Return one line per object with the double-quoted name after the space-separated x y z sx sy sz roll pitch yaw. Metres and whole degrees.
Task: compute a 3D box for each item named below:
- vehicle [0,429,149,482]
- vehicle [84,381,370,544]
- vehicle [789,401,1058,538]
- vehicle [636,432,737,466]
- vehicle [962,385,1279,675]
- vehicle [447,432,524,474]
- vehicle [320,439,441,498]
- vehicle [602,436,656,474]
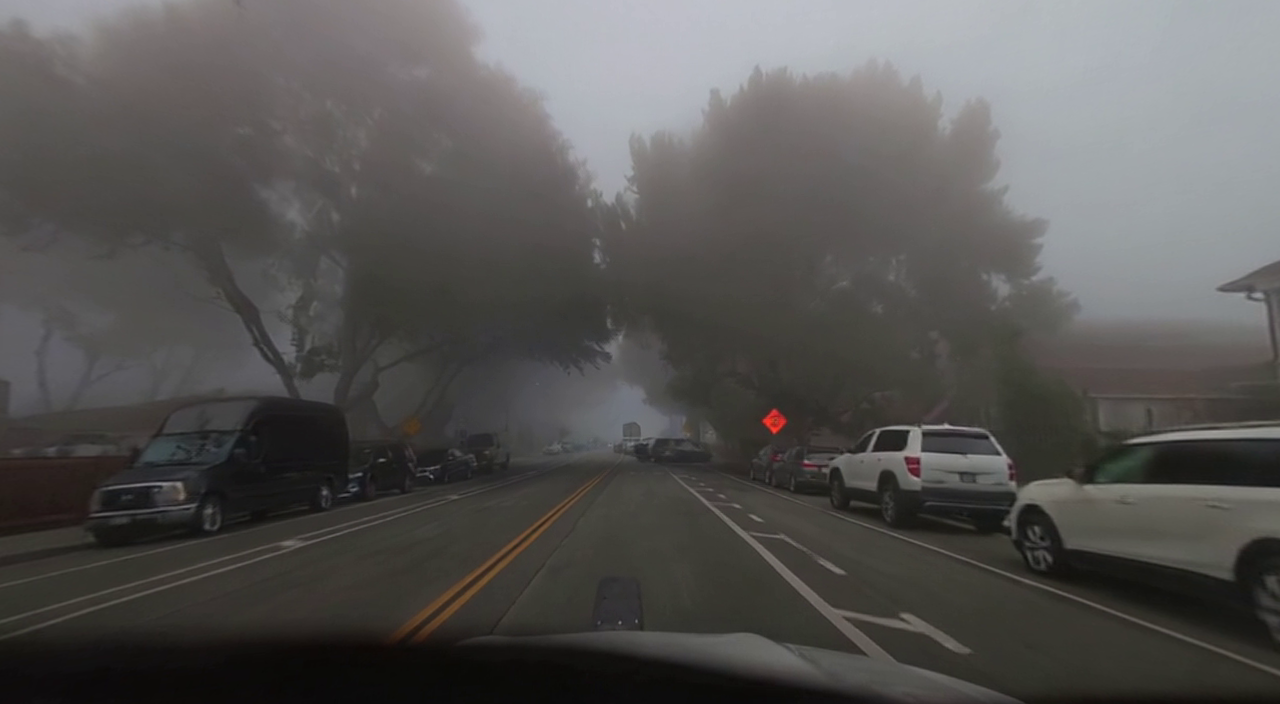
-23.152 4.191 25.668 4.491 2.031 2.045 0 -8 1 "vehicle"
-7.647 2.089 12.411 2.526 2.631 4.228 0 -8 2 "vehicle"
4.767 2.119 12.032 2.279 1.946 5.925 0 -8 -1 "vehicle"
2.687 5.667 37.073 5.503 1.853 2.218 -5 -10 31 "vehicle"
4.940 1.246 4.990 2.225 1.715 4.755 0 -8 0 "vehicle"
-8.299 5.504 34.578 2.659 2.047 6.014 0 -8 0 "vehicle"
-8.096 3.644 20.166 2.036 1.676 4.440 0 -8 -1 "vehicle"
-0.388 4.363 26.935 2.151 1.481 4.084 0 -8 1 "vehicle"
